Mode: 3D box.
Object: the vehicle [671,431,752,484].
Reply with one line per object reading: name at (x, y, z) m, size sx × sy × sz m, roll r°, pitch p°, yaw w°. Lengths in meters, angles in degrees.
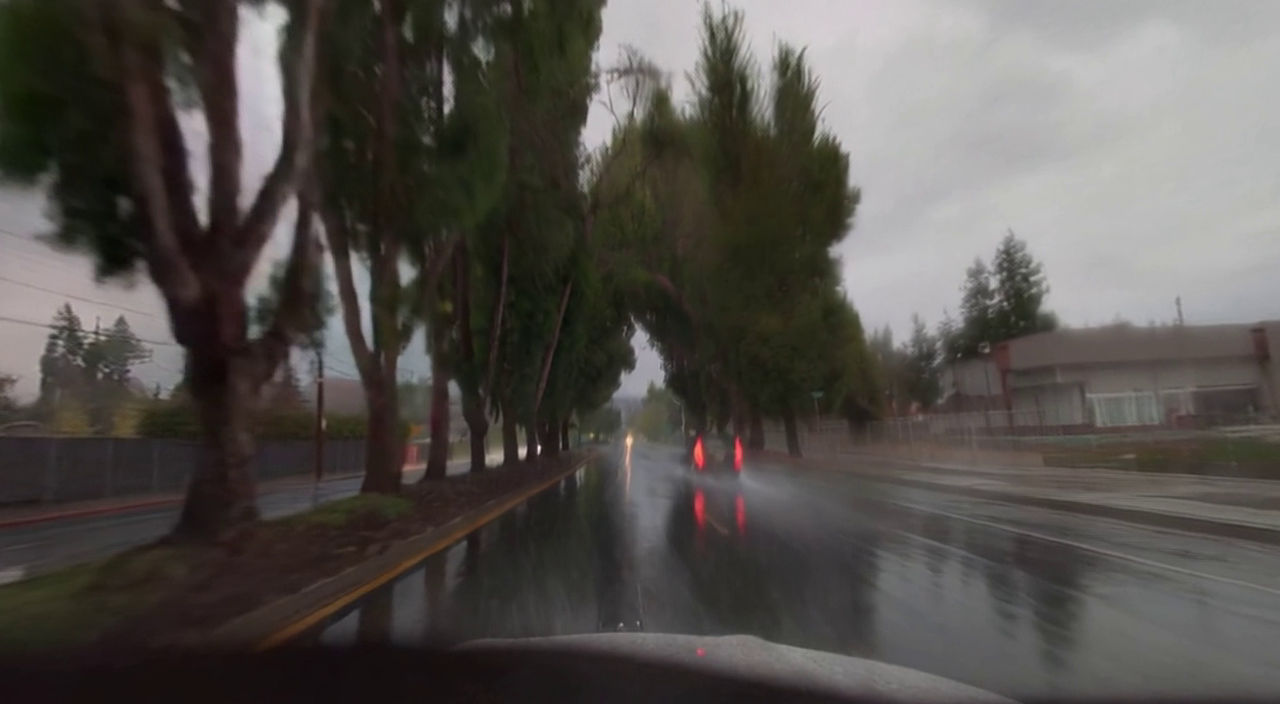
vehicle at (2.210, 3.427, 20.884) m, size 1.985 × 1.529 × 4.316 m, roll 0°, pitch -8°, yaw -2°
